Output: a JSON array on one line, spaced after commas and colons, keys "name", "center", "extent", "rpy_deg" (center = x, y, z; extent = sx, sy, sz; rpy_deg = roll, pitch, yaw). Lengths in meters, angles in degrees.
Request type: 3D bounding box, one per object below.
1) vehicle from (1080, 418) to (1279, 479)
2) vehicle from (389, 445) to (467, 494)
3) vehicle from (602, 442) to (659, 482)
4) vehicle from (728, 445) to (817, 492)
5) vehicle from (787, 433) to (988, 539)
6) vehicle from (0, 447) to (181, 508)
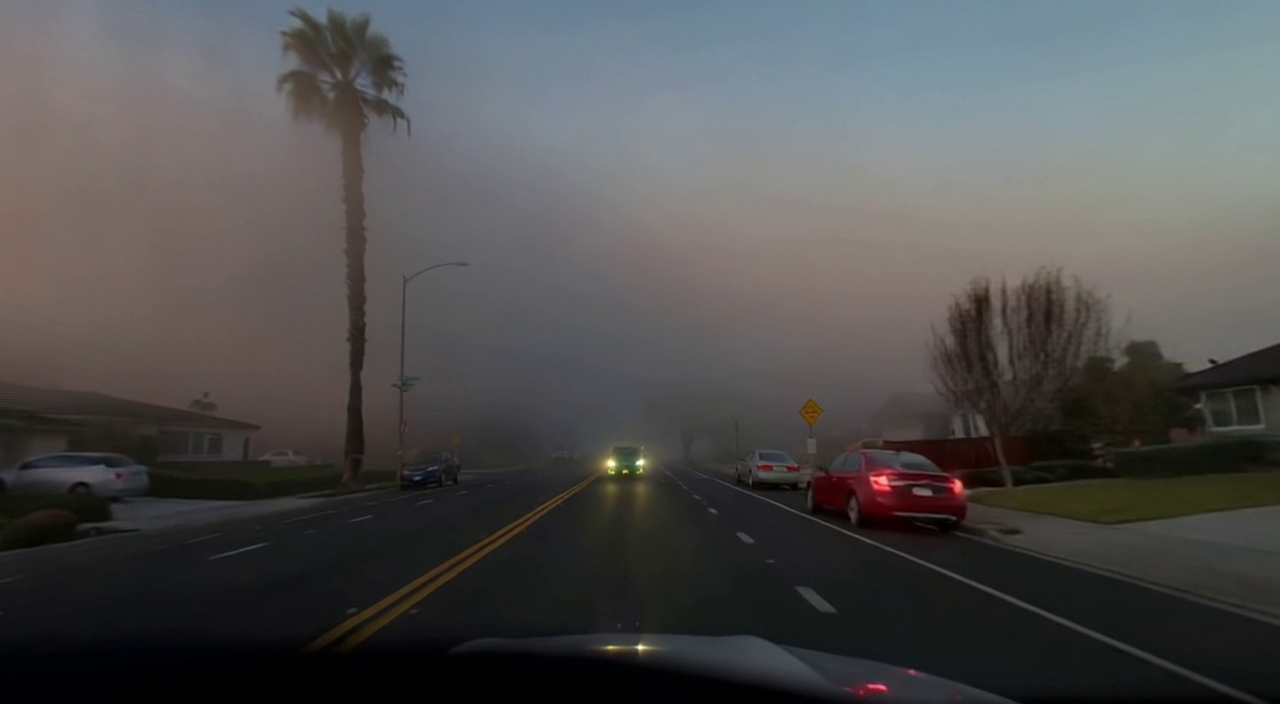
[{"name": "vehicle", "center": [14.256, 2.495, 16.389], "extent": [4.225, 1.480, 1.887], "rpy_deg": [0, -9, -1]}, {"name": "vehicle", "center": [-8.859, 4.898, 26.770], "extent": [1.945, 1.666, 4.107], "rpy_deg": [-3, -6, -1]}, {"name": "vehicle", "center": [-0.402, 4.417, 25.579], "extent": [2.098, 1.483, 4.099], "rpy_deg": [0, -9, -1]}, {"name": "vehicle", "center": [4.652, 4.191, 23.087], "extent": [2.013, 1.501, 5.235], "rpy_deg": [0, -9, -1]}, {"name": "vehicle", "center": [4.539, 2.533, 12.723], "extent": [2.017, 1.646, 5.389], "rpy_deg": [0, -9, 2]}, {"name": "vehicle", "center": [-15.762, 3.358, 17.211], "extent": [4.654, 1.490, 2.381], "rpy_deg": [0, -9, 2]}]
